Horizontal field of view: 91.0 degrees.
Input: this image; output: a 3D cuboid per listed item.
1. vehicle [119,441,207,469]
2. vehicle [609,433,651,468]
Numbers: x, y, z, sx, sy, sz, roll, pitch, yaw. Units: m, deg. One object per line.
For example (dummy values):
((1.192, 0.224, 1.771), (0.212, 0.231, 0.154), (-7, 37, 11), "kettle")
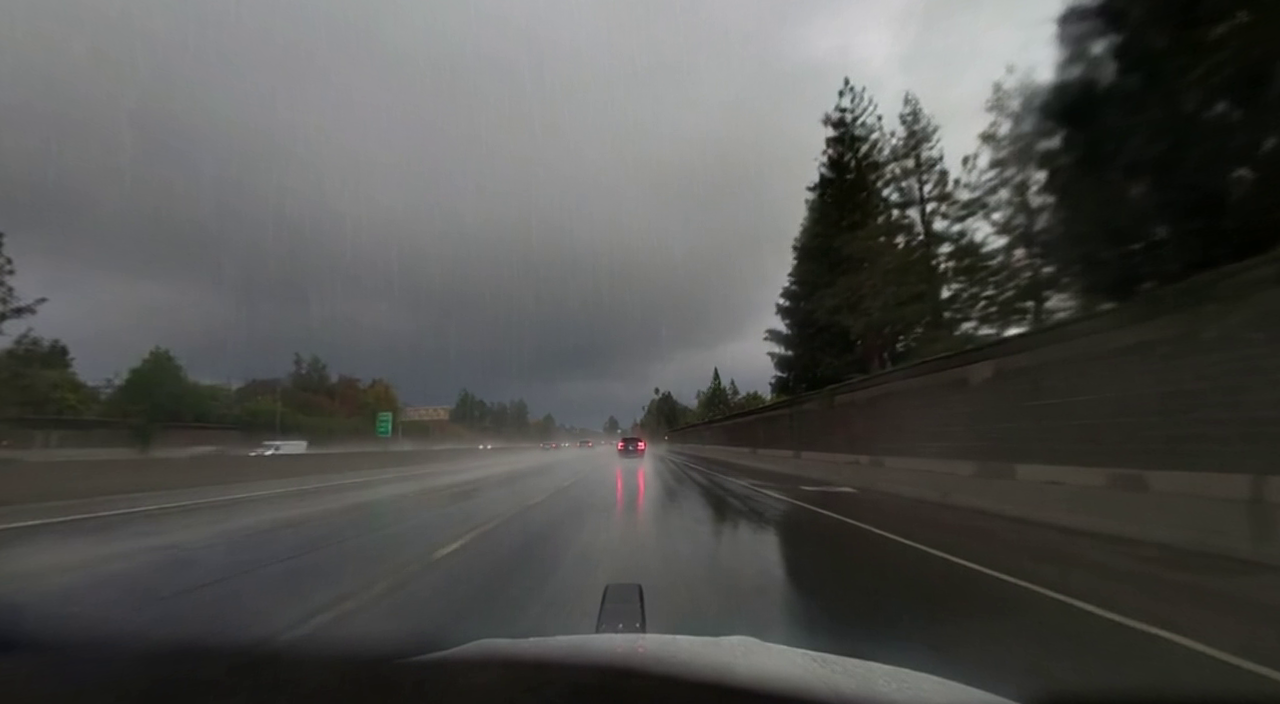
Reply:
((-29.138, 6.294, 38.635), (1.853, 1.591, 4.467), (0, -8, 0), "vehicle")
((-0.495, 5.242, 33.688), (2.141, 1.706, 4.065), (0, -8, 0), "vehicle")
